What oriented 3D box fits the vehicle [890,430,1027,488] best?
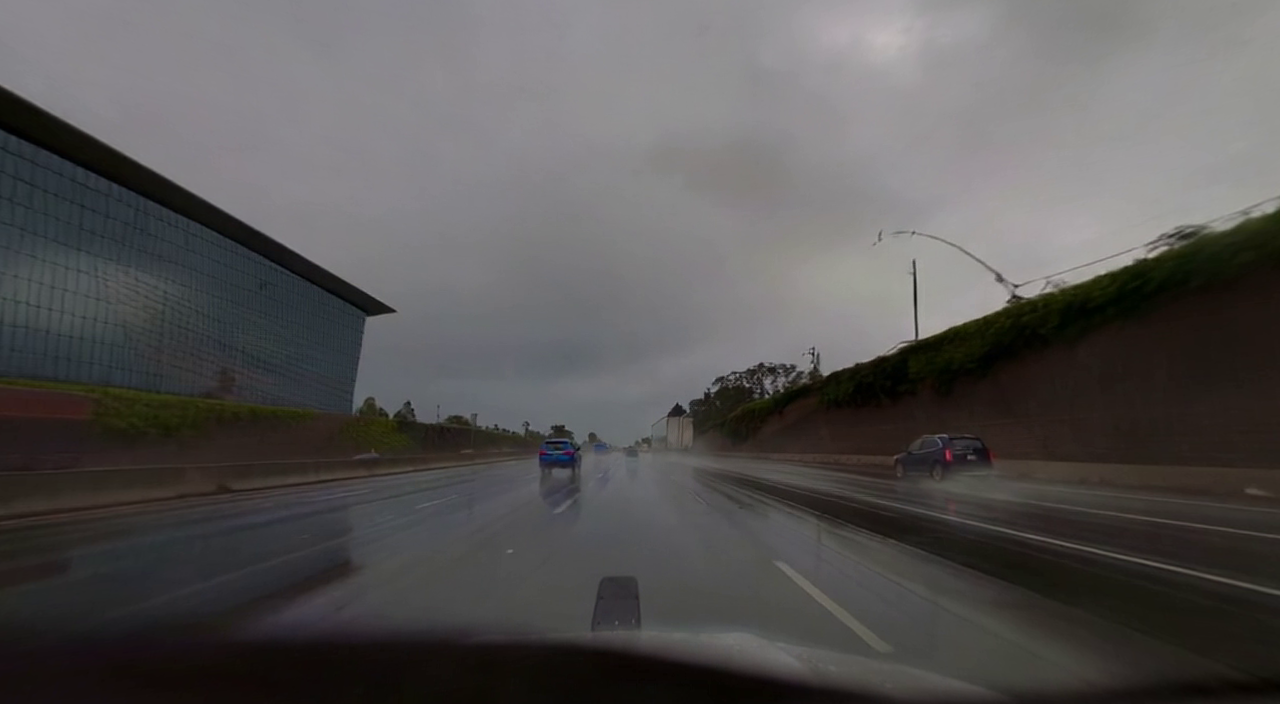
[{"bbox_3d":[11.045,3.755,22.440,2.089,1.787,5.080,0,-9,-1],"label":"vehicle"}]

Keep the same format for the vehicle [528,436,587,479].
[{"bbox_3d":[-3.563,4.644,27.998,2.039,1.710,4.237,0,-9,0],"label":"vehicle"}]
